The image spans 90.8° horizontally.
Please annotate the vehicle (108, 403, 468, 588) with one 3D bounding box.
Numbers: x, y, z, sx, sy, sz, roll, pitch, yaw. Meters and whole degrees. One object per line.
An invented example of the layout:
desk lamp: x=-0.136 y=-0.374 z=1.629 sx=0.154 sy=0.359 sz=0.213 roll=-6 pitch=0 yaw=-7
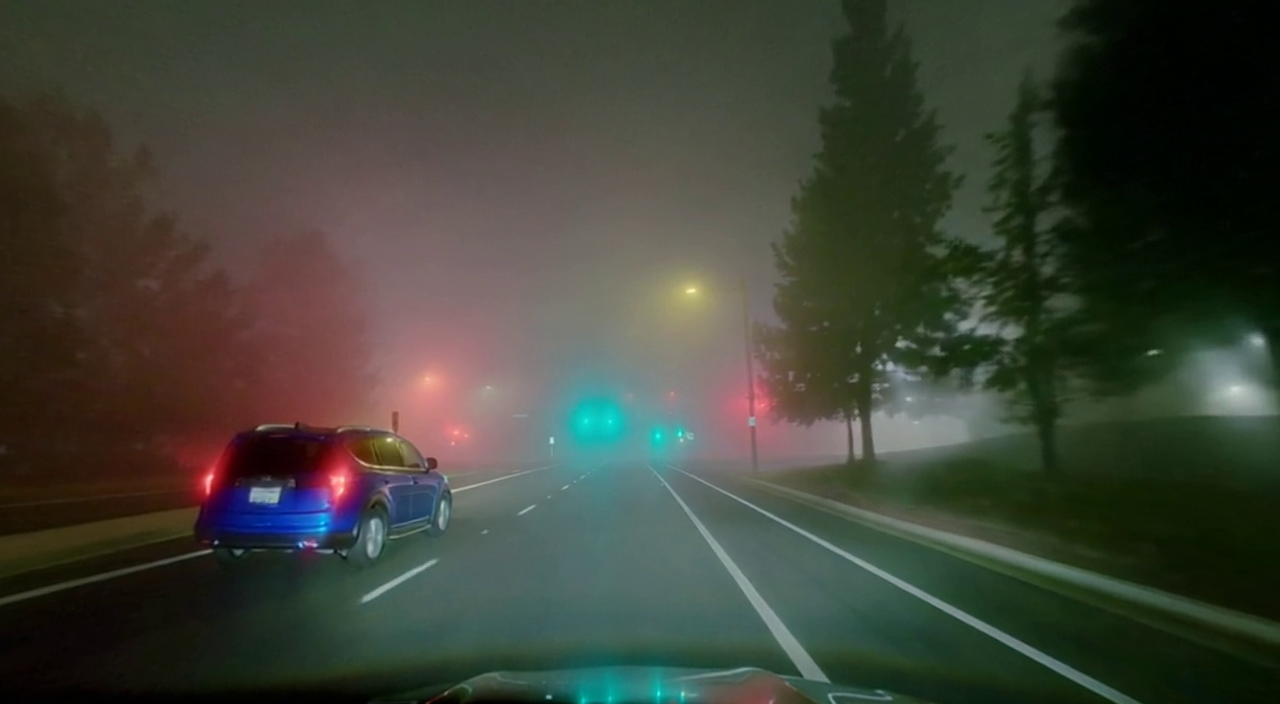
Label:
vehicle: x=-3.923 y=1.680 z=8.213 sx=2.121 sy=1.724 sz=4.392 roll=0 pitch=-9 yaw=0
